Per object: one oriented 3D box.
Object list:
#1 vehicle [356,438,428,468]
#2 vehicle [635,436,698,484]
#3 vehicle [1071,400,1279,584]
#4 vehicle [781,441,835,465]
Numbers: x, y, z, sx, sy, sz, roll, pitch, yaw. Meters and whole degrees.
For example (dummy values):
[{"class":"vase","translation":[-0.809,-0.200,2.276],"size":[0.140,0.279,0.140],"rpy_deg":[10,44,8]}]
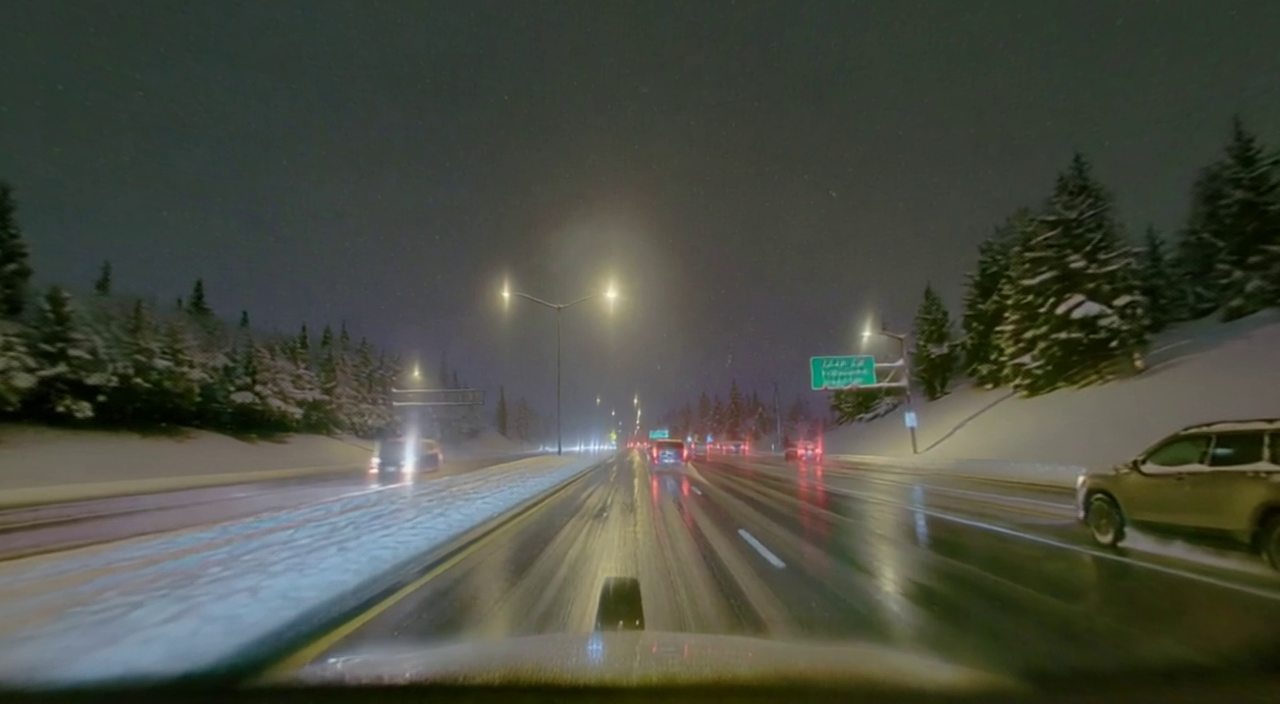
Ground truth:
[{"class":"vehicle","translation":[-9.910,4.024,25.489],"size":[1.628,1.069,3.386],"rpy_deg":[1,-8,-2]},{"class":"vehicle","translation":[0.869,3.857,23.040],"size":[1.864,1.566,4.446],"rpy_deg":[0,-8,-3]},{"class":"vehicle","translation":[6.918,1.360,6.278],"size":[2.027,1.679,4.543],"rpy_deg":[0,-8,0]},{"class":"vehicle","translation":[10.812,6.546,41.035],"size":[2.087,1.442,4.834],"rpy_deg":[0,-8,-1]}]
